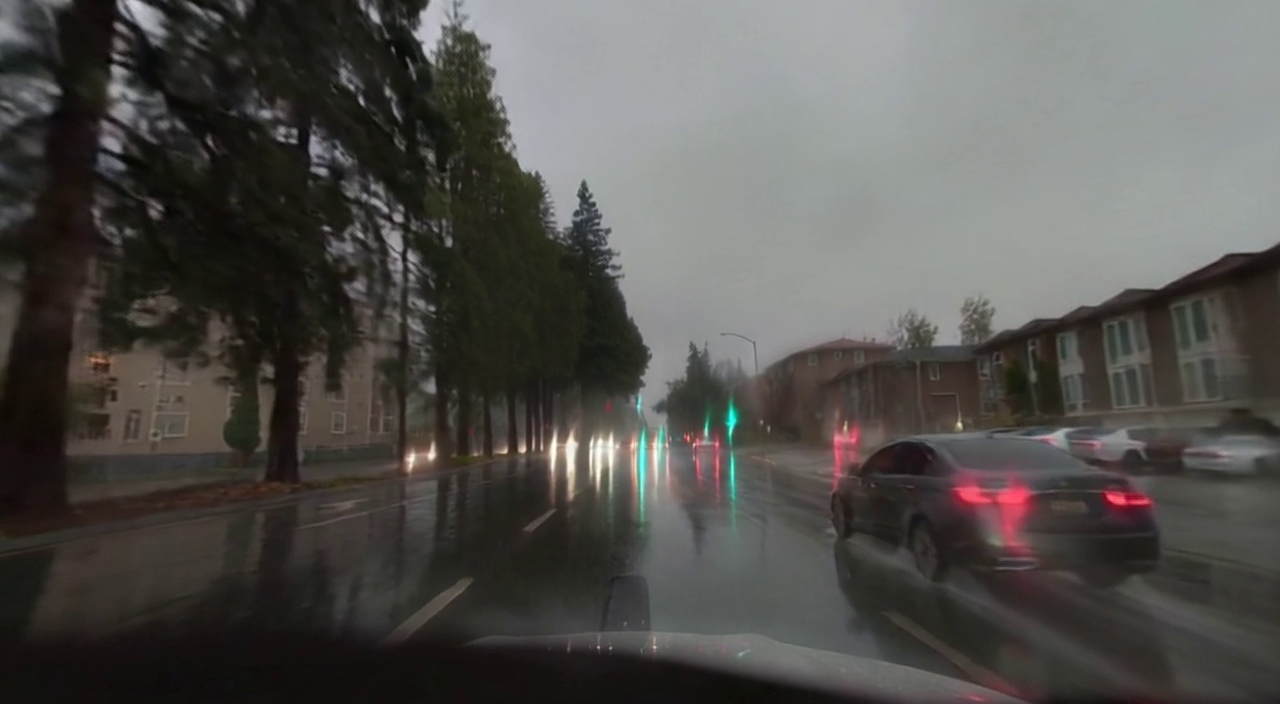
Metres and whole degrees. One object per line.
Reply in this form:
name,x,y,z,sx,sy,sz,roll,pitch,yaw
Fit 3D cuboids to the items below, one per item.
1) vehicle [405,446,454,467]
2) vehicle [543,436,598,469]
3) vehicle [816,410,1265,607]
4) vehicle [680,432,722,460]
vehicle,-15.299,7.605,46.113,1.901,1.438,4.557,0,-9,1
vehicle,-3.326,4.911,31.053,2.049,1.485,4.656,0,-9,1
vehicle,3.725,1.547,7.187,2.128,1.502,4.572,0,-9,0
vehicle,3.787,5.961,39.795,2.137,1.646,4.488,0,-9,-1
